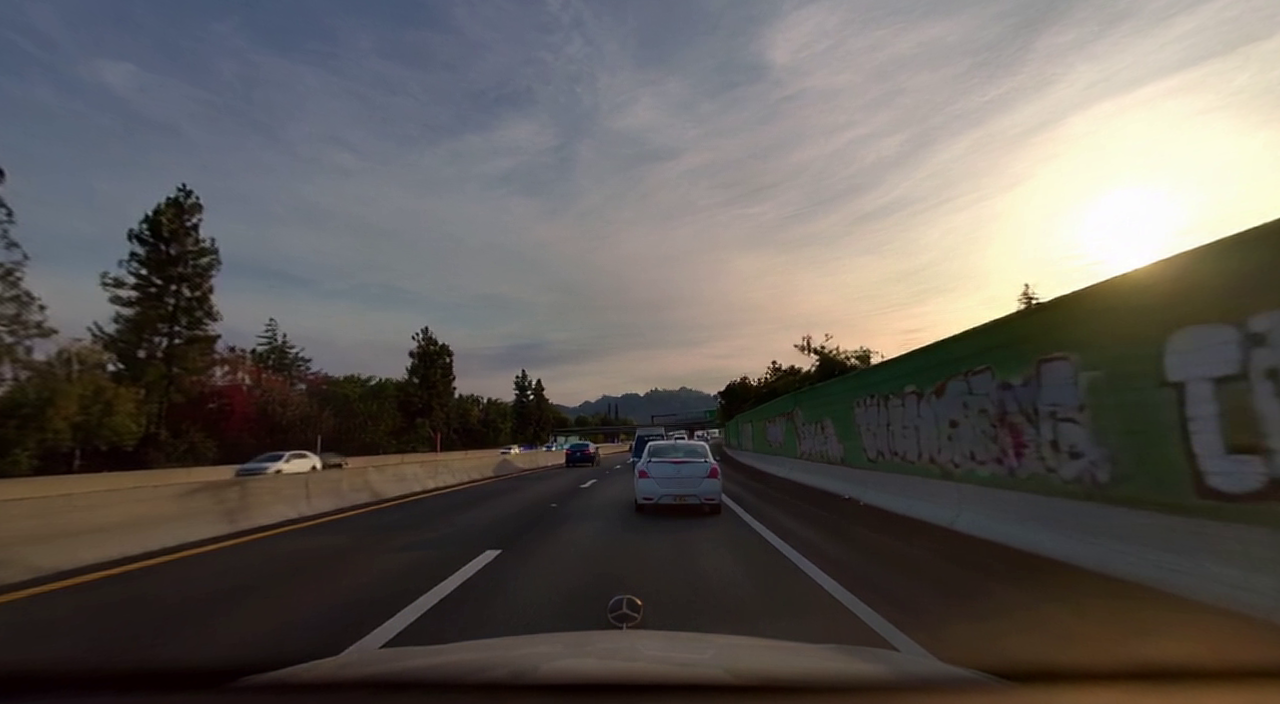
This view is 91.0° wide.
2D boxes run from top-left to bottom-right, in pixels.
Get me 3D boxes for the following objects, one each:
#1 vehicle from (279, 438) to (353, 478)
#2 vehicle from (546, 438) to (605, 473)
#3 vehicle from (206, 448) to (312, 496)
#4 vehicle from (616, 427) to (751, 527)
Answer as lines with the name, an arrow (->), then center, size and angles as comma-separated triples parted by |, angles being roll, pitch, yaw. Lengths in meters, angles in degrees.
vehicle -> -15.871, 5.173, 31.005 | 1.831, 1.837, 3.199 | 0, -8, 2
vehicle -> -2.898, 4.776, 29.337 | 2.059, 1.471, 4.152 | -1, -8, 3
vehicle -> -15.830, 4.962, 26.440 | 1.910, 1.820, 4.007 | 0, -8, 0
vehicle -> 0.693, 2.216, 11.720 | 2.077, 1.533, 3.854 | 0, -8, 1
